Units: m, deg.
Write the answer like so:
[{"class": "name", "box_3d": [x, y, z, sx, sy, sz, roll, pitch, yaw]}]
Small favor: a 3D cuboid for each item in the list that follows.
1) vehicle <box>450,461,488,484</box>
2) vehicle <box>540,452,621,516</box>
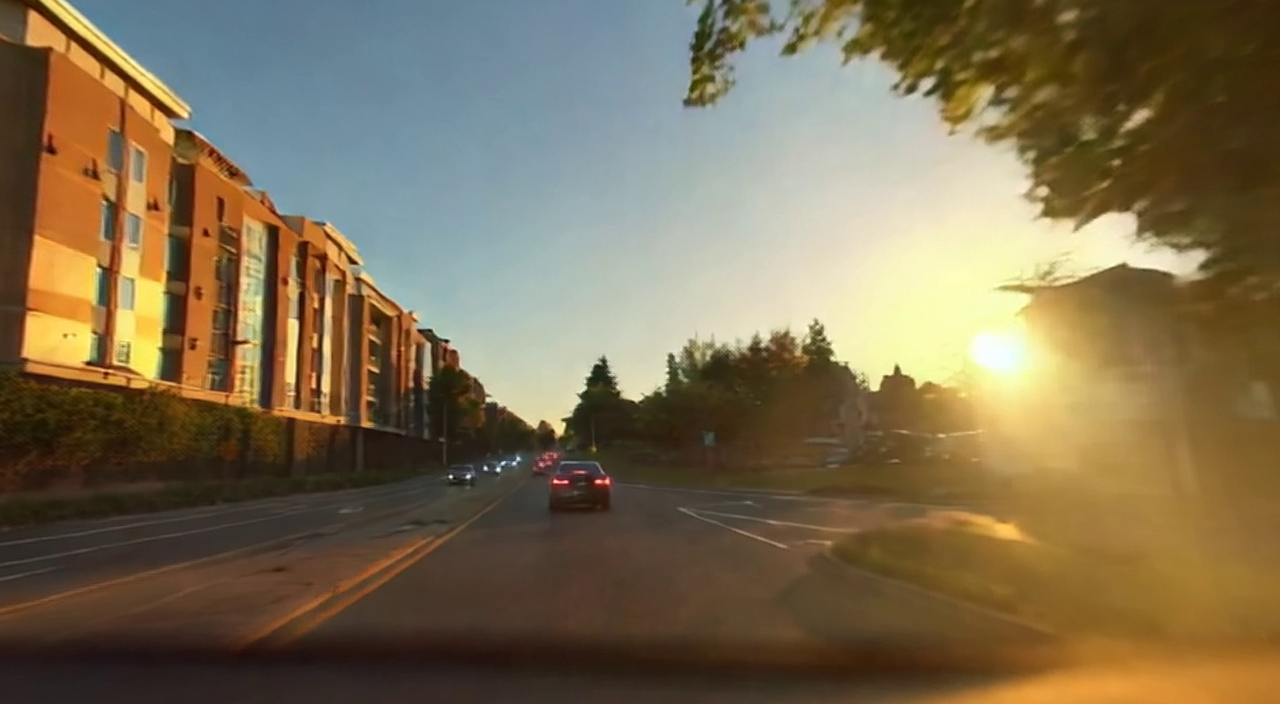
[{"class": "vehicle", "box_3d": [-12.881, 9.077, 47.444, 2.018, 1.498, 4.168, 0, -9, -6]}, {"class": "vehicle", "box_3d": [-1.790, 3.614, 17.619, 2.014, 1.525, 3.670, 0, -9, -9]}]
